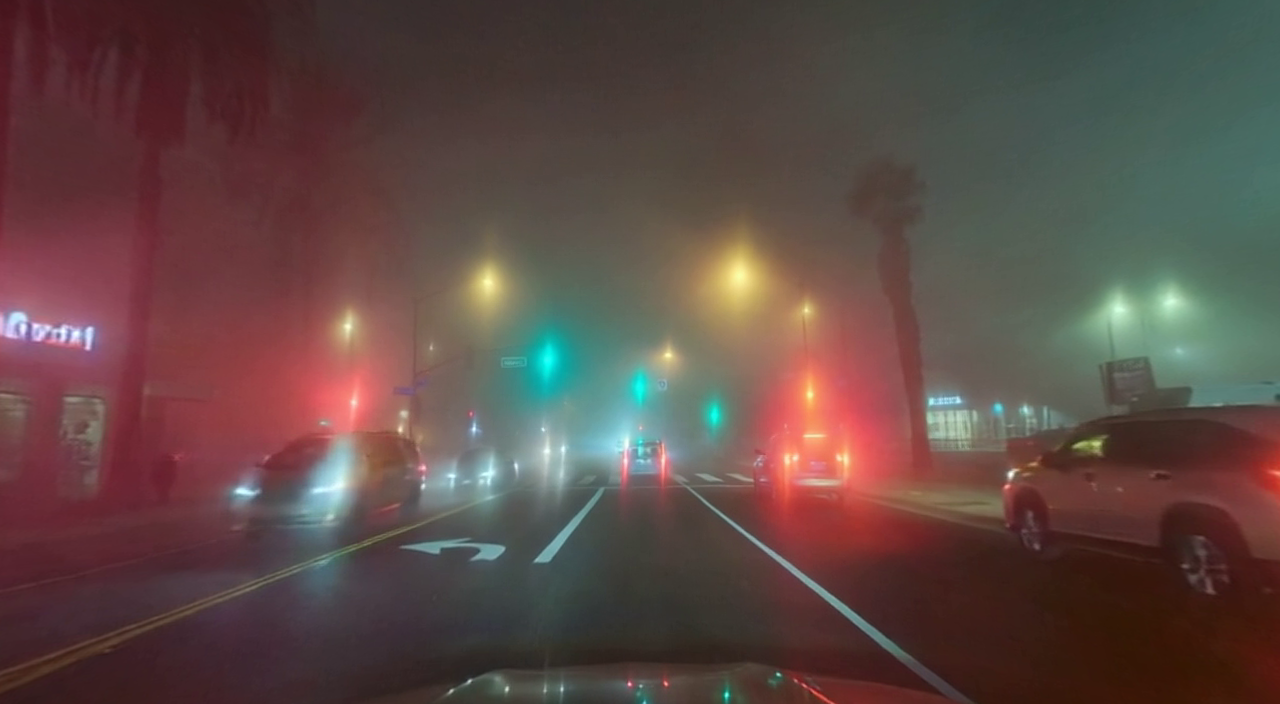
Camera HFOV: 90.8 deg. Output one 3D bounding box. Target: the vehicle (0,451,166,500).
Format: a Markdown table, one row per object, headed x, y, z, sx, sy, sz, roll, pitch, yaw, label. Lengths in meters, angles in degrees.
| x | y | z | sx | sy | sz | roll | pitch | yaw | label |
| --- | --- | --- | --- | --- | --- | --- | --- | --- | --- |
| -19.532 | 4.167 | 21.740 | 1.759 | 1.457 | 4.727 | -7 | -11 | 37 | vehicle |

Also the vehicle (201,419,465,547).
| x | y | z | sx | sy | sz | roll | pitch | yaw | label |
| --- | --- | --- | --- | --- | --- | --- | --- | --- | --- |
| -4.979 | 2.198 | 11.343 | 2.341 | 1.762 | 4.865 | 0 | -9 | -1 | vehicle |

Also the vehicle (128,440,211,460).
| x | y | z | sx | sy | sz | roll | pitch | yaw | label |
| --- | --- | --- | --- | --- | --- | --- | --- | --- | --- |
| -35.573 | 7.438 | 47.840 | 4.643 | 1.464 | 2.125 | -1 | -9 | 5 | vehicle |

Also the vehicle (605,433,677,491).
| x | y | z | sx | sy | sz | roll | pitch | yaw | label |
| --- | --- | --- | --- | --- | --- | --- | --- | --- | --- |
| -0.002 | 3.825 | 22.372 | 2.264 | 1.798 | 4.531 | 0 | -9 | -1 | vehicle |

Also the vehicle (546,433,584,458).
| x | y | z | sx | sy | sz | roll | pitch | yaw | label |
| --- | --- | --- | --- | --- | --- | --- | --- | --- | --- |
| -5.735 | 7.279 | 49.071 | 2.324 | 1.808 | 4.946 | -1 | -9 | 1 | vehicle |

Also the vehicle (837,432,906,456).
| x | y | z | sx | sy | sz | roll | pitch | yaw | label |
| --- | --- | --- | --- | --- | --- | --- | --- | --- | --- |
| 17.046 | 6.833 | 46.726 | 4.304 | 1.685 | 1.947 | 0 | -9 | 0 | vehicle |

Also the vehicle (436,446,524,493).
| x | y | z | sx | sy | sz | roll | pitch | yaw | label |
| --- | --- | --- | --- | --- | --- | --- | --- | --- | --- |
| -5.564 | 4.108 | 22.558 | 2.009 | 1.461 | 4.484 | 0 | -9 | -1 | vehicle |

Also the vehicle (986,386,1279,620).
| x | y | z | sx | sy | sz | roll | pitch | yaw | label |
| --- | --- | --- | --- | --- | --- | --- | --- | --- | --- |
| 6.208 | 1.467 | 6.735 | 1.981 | 1.893 | 5.238 | 0 | -9 | -1 | vehicle |

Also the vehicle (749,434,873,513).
| x | y | z | sx | sy | sz | roll | pitch | yaw | label |
| --- | --- | --- | --- | --- | --- | --- | --- | --- | --- |
| 4.140 | 3.016 | 16.148 | 2.070 | 1.711 | 4.480 | -1 | -9 | 3 | vehicle |
